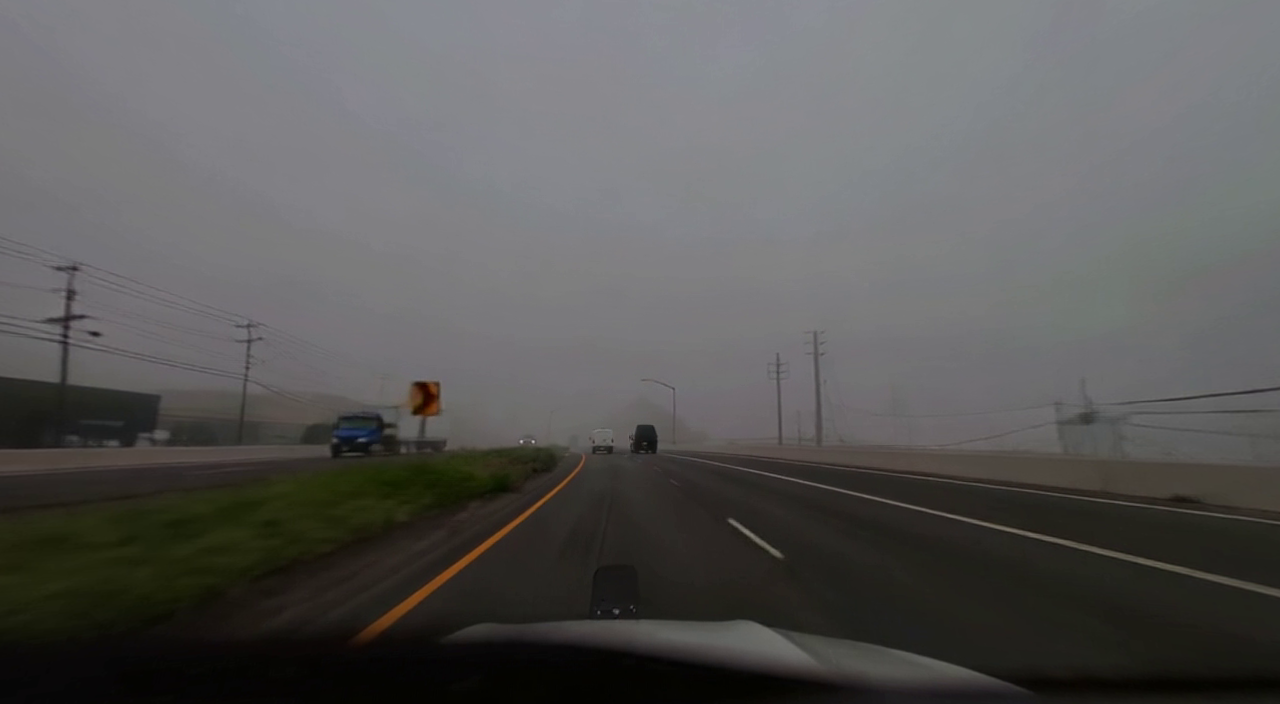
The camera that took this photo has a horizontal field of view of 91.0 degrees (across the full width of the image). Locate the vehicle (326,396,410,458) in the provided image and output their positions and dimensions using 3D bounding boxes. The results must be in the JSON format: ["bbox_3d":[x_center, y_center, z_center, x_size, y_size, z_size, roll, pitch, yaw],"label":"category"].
[{"bbox_3d":[-16.648,4.686,38.998,2.904,3.494,5.998,0,-8,-5],"label":"vehicle"}]

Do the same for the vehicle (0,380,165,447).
[{"bbox_3d":[-32.754,3.725,35.980,2.782,3.287,9.814,-1,-8,6],"label":"vehicle"}]
